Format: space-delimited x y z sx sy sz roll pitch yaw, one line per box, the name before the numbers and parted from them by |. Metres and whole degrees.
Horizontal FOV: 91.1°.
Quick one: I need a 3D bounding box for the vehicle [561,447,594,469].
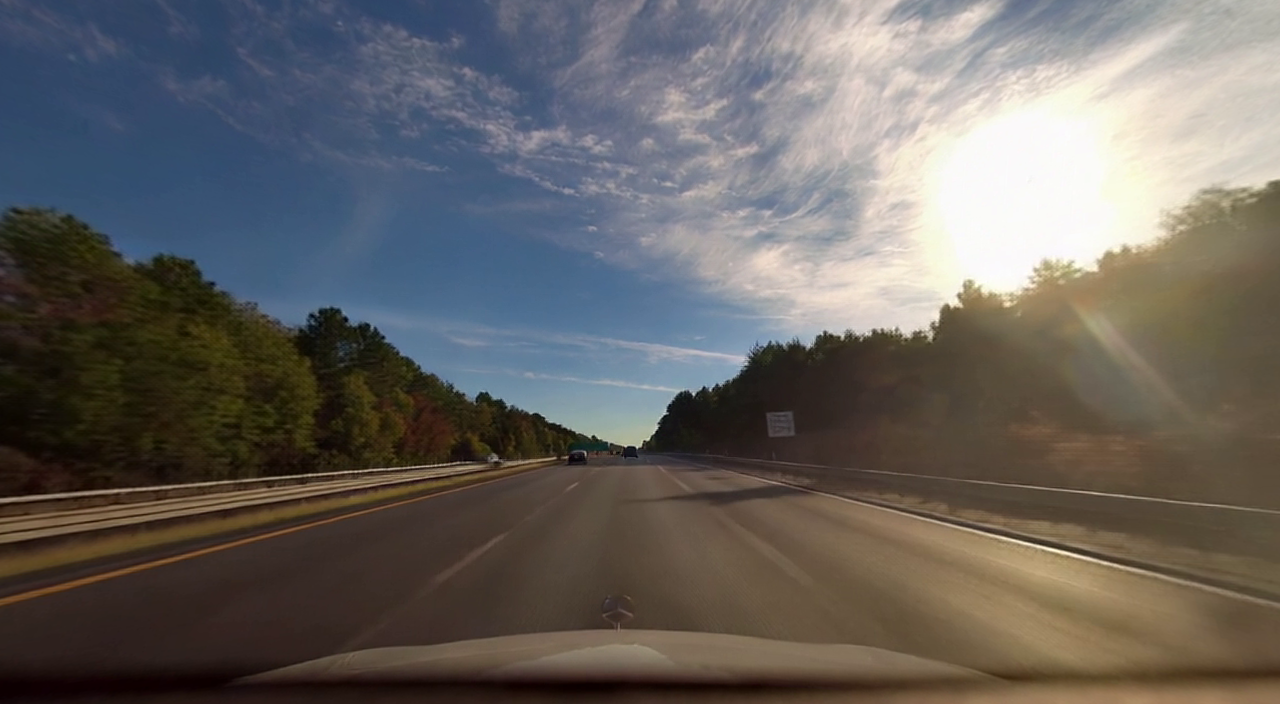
vehicle | -4.283 7.351 43.787 1.970 1.492 3.944 0 -9 -1
